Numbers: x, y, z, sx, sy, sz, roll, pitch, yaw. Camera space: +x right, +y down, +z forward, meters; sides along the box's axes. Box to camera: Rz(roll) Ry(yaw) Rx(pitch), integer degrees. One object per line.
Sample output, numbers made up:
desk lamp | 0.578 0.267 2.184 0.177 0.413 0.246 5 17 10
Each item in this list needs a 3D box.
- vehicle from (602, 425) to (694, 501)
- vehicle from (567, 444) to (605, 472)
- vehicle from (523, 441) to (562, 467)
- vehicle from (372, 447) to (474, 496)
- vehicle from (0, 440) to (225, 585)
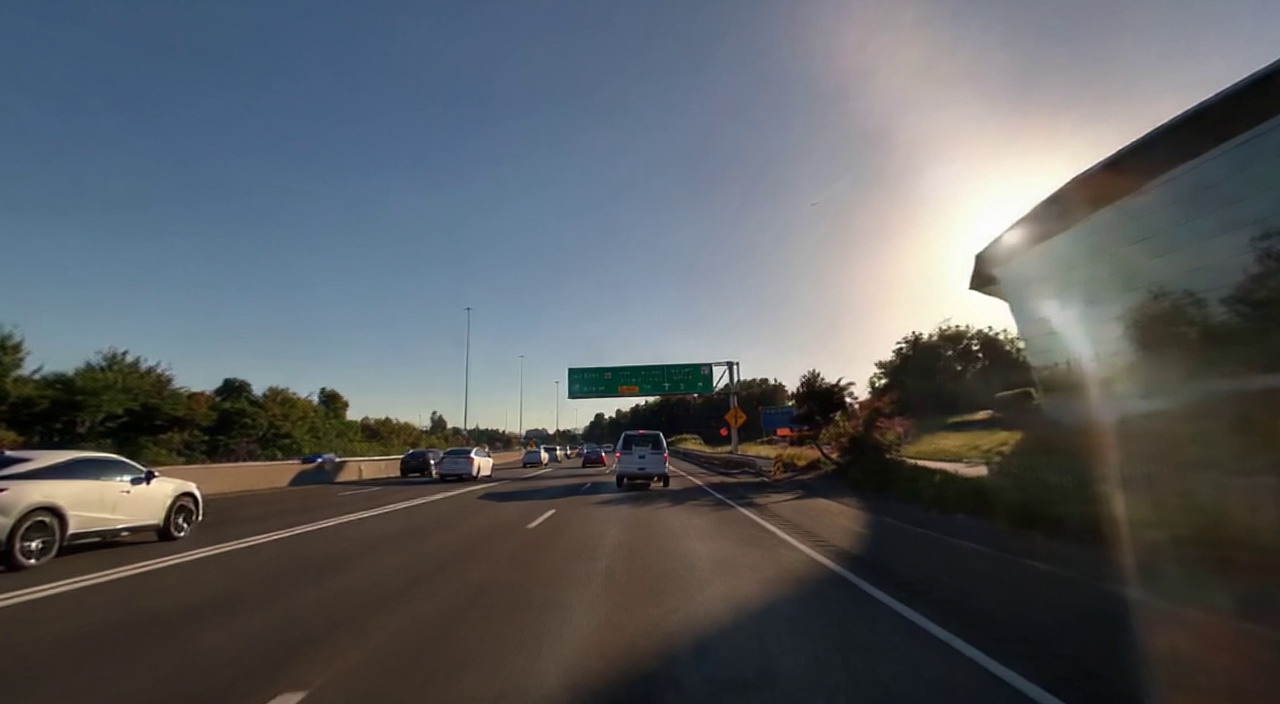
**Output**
vehicle | 0.211 2.906 16.803 2.152 1.779 3.924 0 -9 1
vehicle | -3.248 6.498 38.907 1.952 1.649 4.131 0 -9 1
vehicle | -7.270 7.658 47.302 2.106 1.816 4.936 0 -9 0
vehicle | -7.156 3.962 21.334 1.869 1.466 4.217 0 -9 1
vehicle | -7.406 1.809 7.587 1.864 1.458 4.295 0 -9 0
